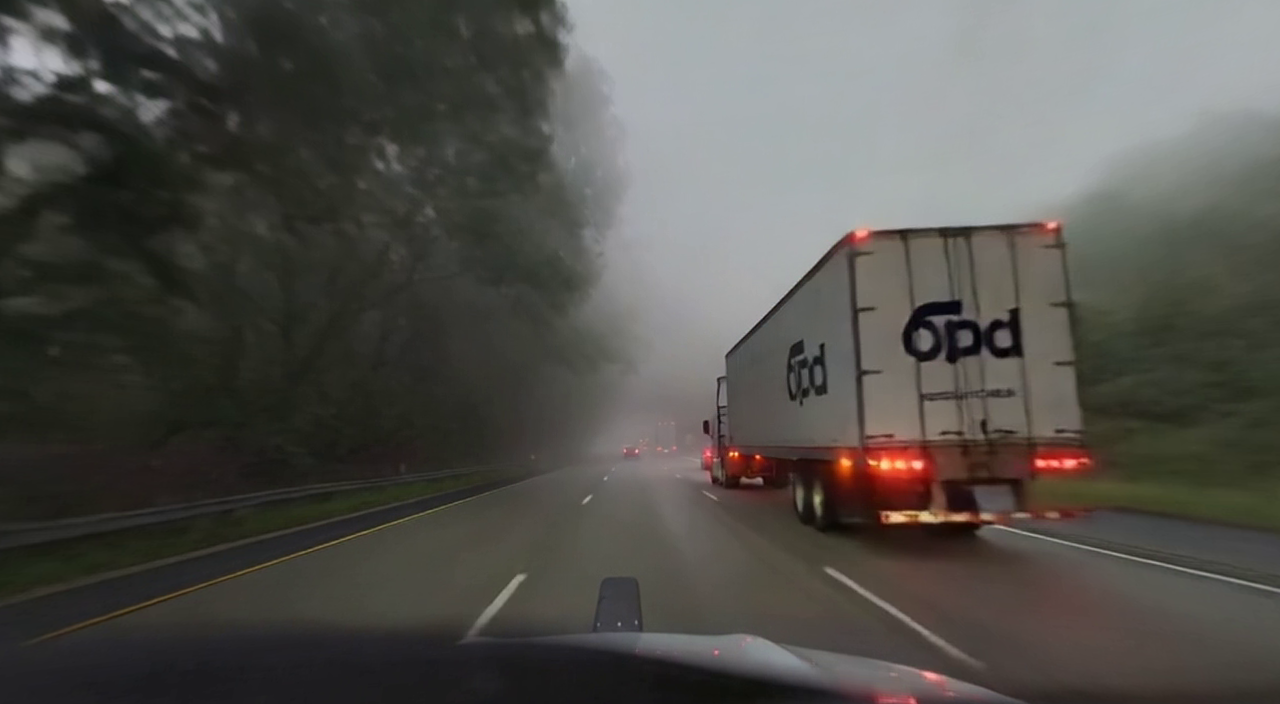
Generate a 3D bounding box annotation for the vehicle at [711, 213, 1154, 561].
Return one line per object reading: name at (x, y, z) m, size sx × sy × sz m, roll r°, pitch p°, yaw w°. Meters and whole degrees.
vehicle at (4.053, 1.394, 14.191) m, size 2.973 × 4.007 × 14.076 m, roll 0°, pitch -9°, yaw -1°
